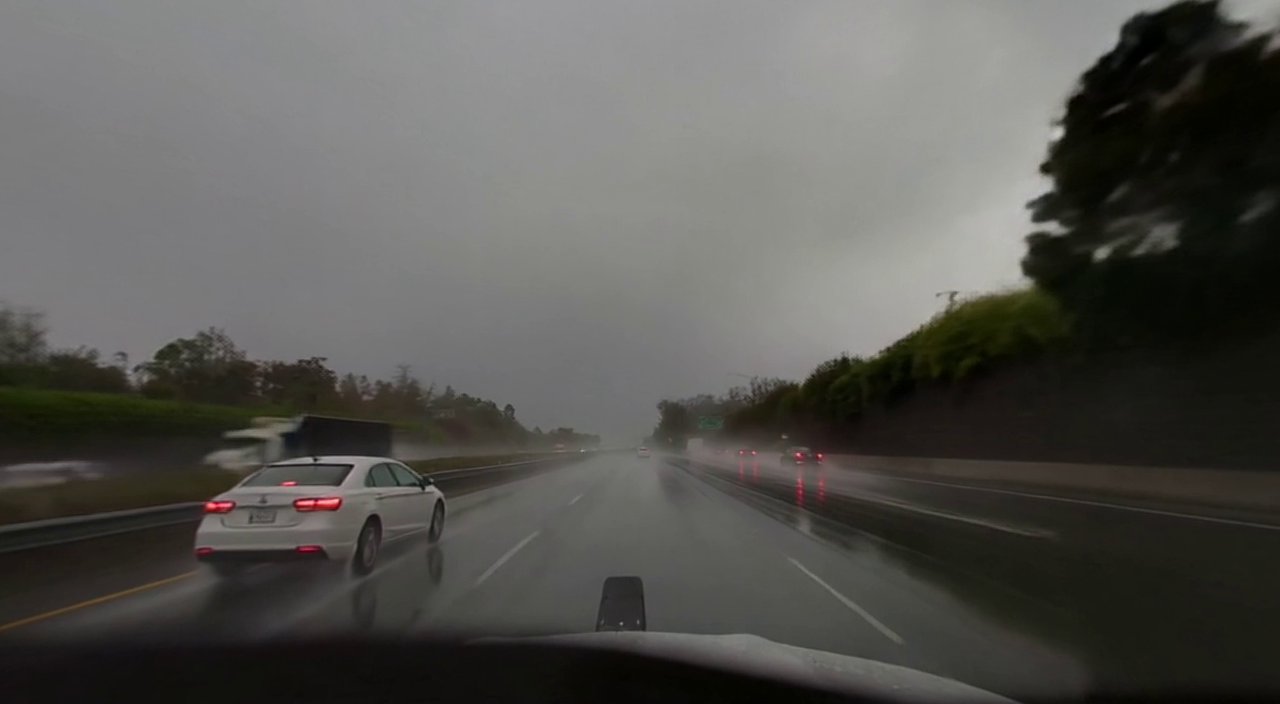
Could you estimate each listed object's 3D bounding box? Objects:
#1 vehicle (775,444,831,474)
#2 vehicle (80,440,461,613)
[{"bbox_3d":[8.918,5.880,34.837,1.884,1.485,4.600,-1,-9,0],"label":"vehicle"},{"bbox_3d":[-3.813,1.851,7.716,1.873,1.438,4.546,-1,-9,1],"label":"vehicle"}]
